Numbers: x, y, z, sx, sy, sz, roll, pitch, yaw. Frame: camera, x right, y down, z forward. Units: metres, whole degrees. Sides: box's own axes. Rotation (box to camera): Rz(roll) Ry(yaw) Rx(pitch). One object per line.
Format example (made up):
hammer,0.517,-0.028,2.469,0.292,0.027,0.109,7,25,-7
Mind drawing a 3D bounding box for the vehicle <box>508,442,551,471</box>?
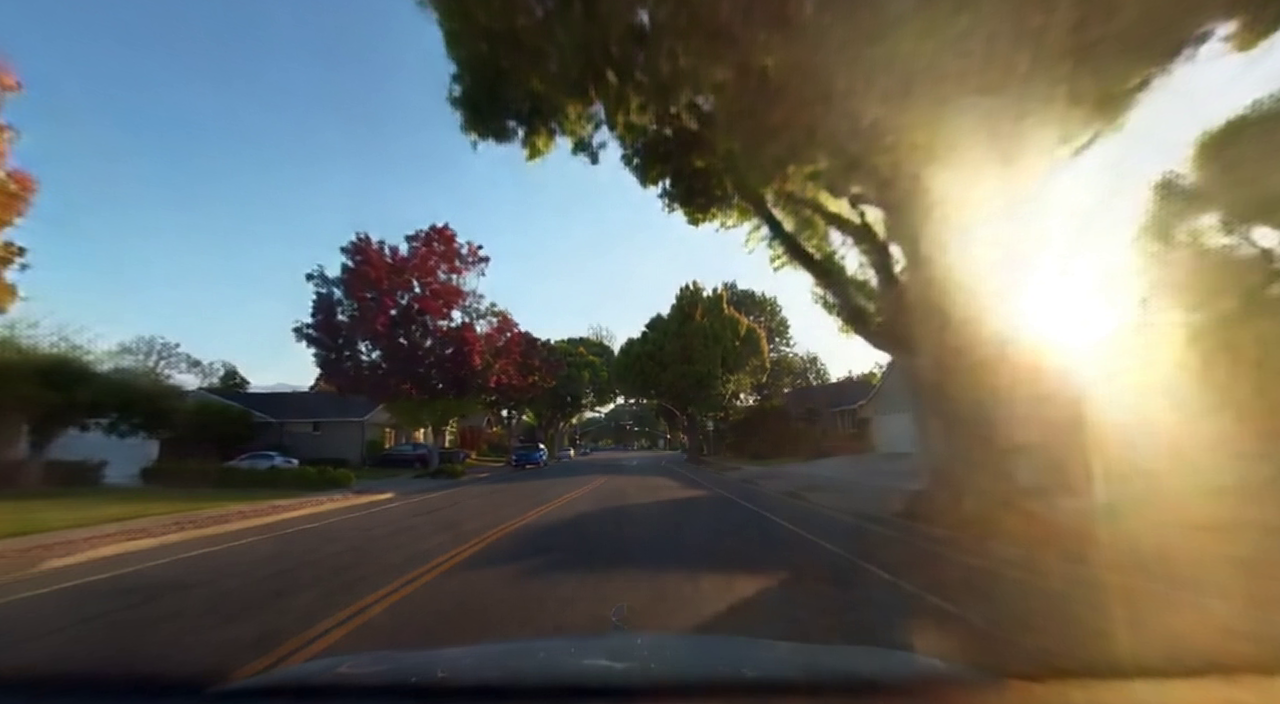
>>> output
vehicle,-7.391,7.046,42.783,2.209,1.807,4.432,-2,-8,-1
